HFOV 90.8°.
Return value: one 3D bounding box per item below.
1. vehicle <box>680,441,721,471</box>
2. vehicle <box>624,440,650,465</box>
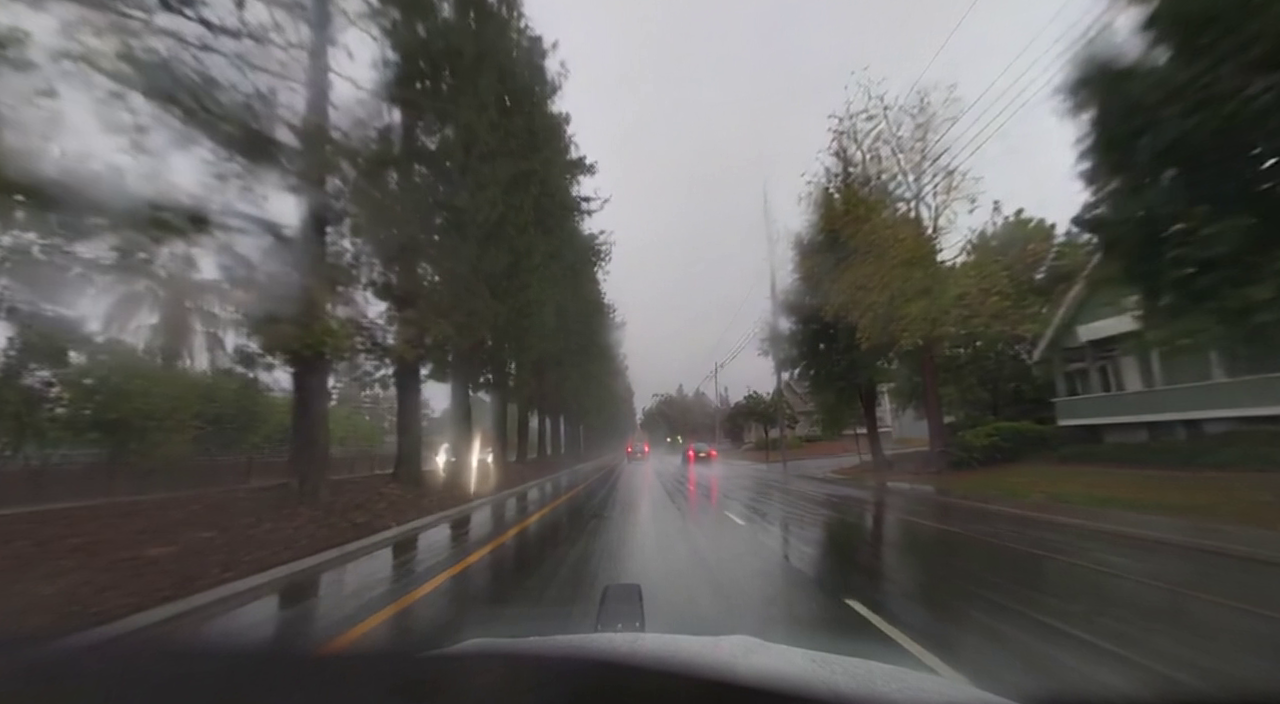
[{"bbox_3d":[3.527,6.147,37.367,1.888,1.640,4.044,0,-9,-2],"label":"vehicle"},{"bbox_3d":[-0.230,7.880,49.588,1.925,1.799,4.257,0,-9,-1],"label":"vehicle"}]
